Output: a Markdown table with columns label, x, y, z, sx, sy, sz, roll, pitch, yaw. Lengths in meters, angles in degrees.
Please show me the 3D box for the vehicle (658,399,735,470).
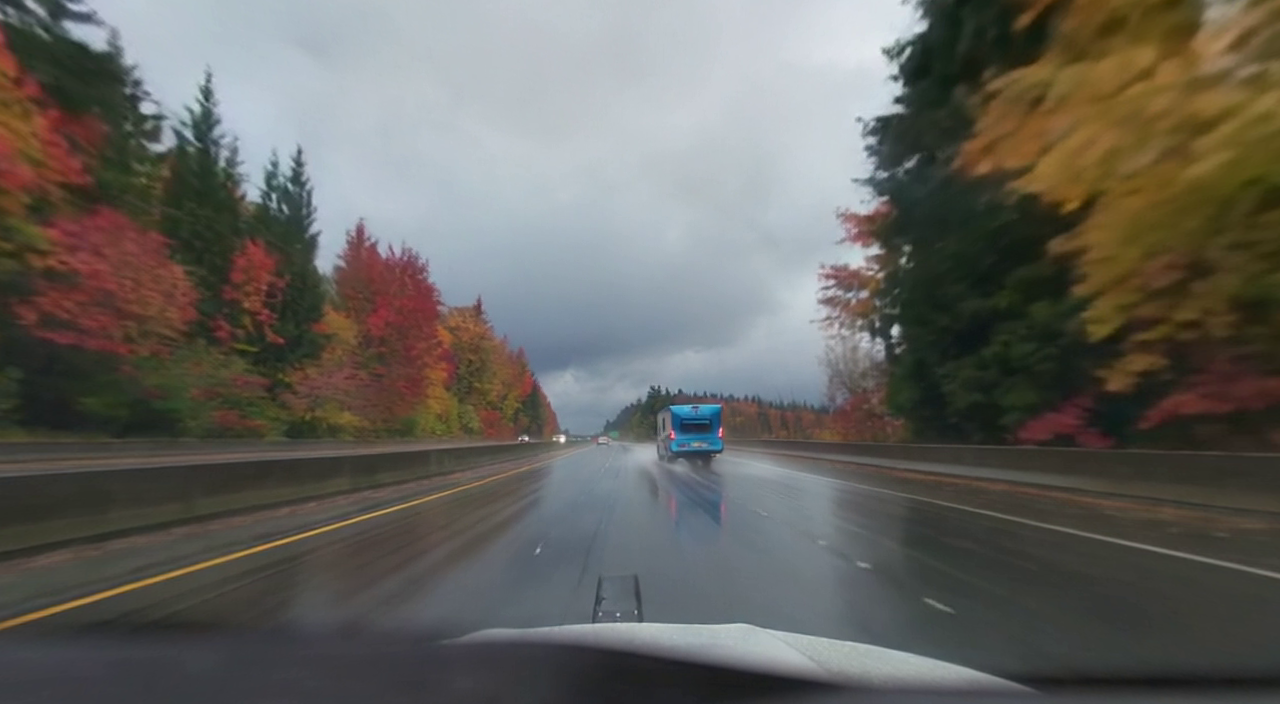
| label | x | y | z | sx | sy | sz | roll | pitch | yaw |
| --- | --- | --- | --- | --- | --- | --- | --- | --- | --- |
| vehicle | 2.414 | 3.879 | 29.439 | 2.815 | 2.876 | 7.101 | 0 | -8 | -1 |
